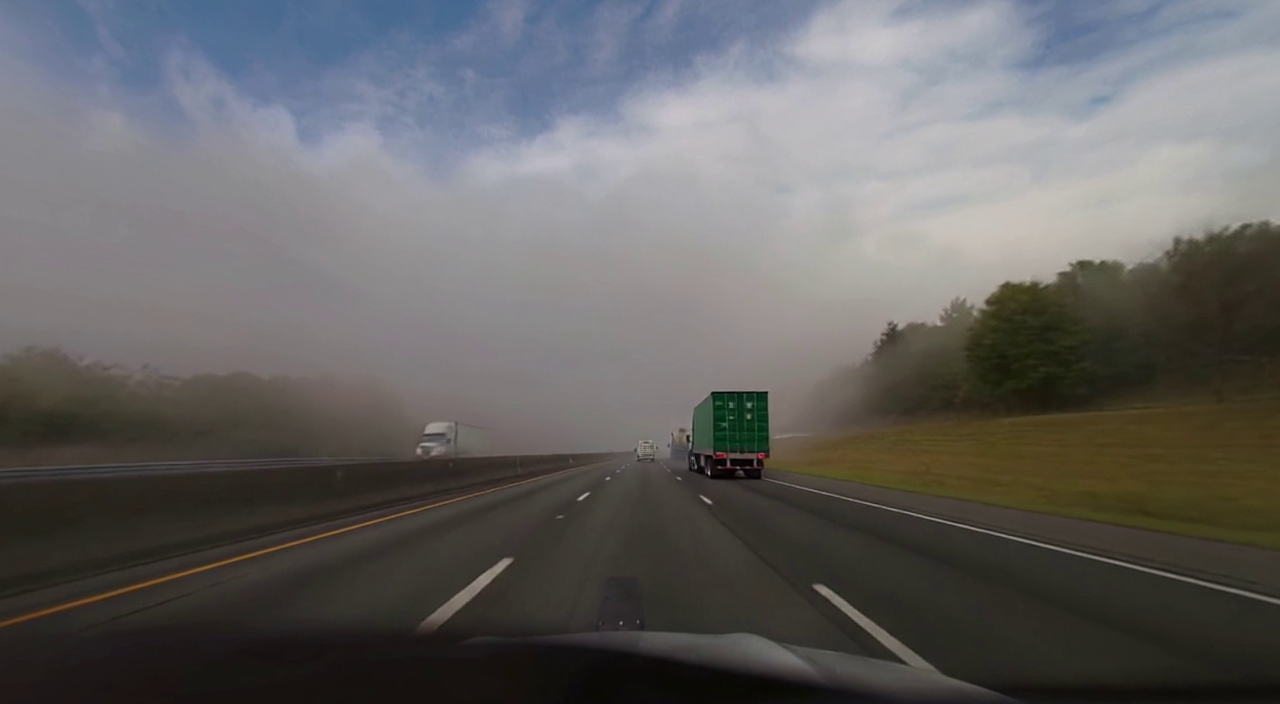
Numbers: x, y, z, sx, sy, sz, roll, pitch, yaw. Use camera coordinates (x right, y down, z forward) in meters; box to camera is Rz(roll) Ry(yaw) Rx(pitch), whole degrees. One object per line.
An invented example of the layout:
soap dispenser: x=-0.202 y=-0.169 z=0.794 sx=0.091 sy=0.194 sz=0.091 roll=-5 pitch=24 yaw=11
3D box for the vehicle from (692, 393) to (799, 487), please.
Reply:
vehicle: x=4.187 y=3.858 z=27.400 sx=2.960 sy=3.381 sz=8.914 roll=0 pitch=-9 yaw=-1
